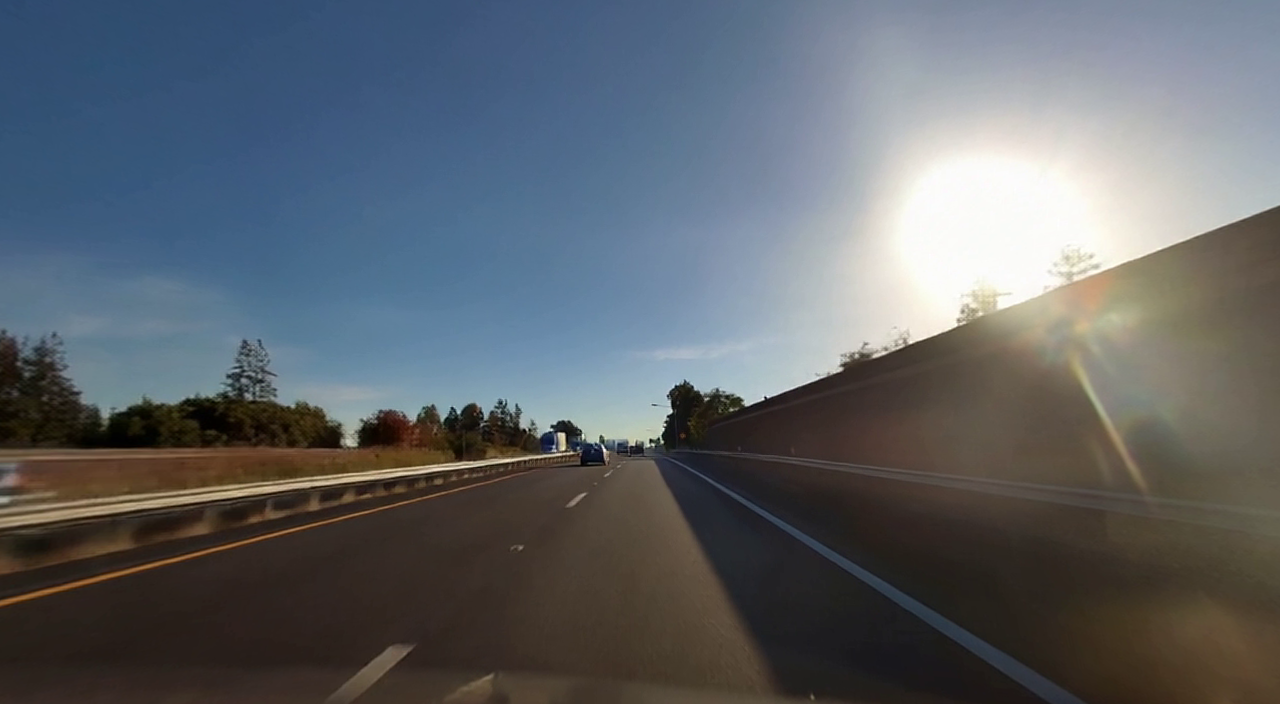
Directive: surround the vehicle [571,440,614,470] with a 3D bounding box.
[{"bbox_3d":[-2.539,5.684,34.854,2.050,1.530,4.144,0,-8,0],"label":"vehicle"}]
